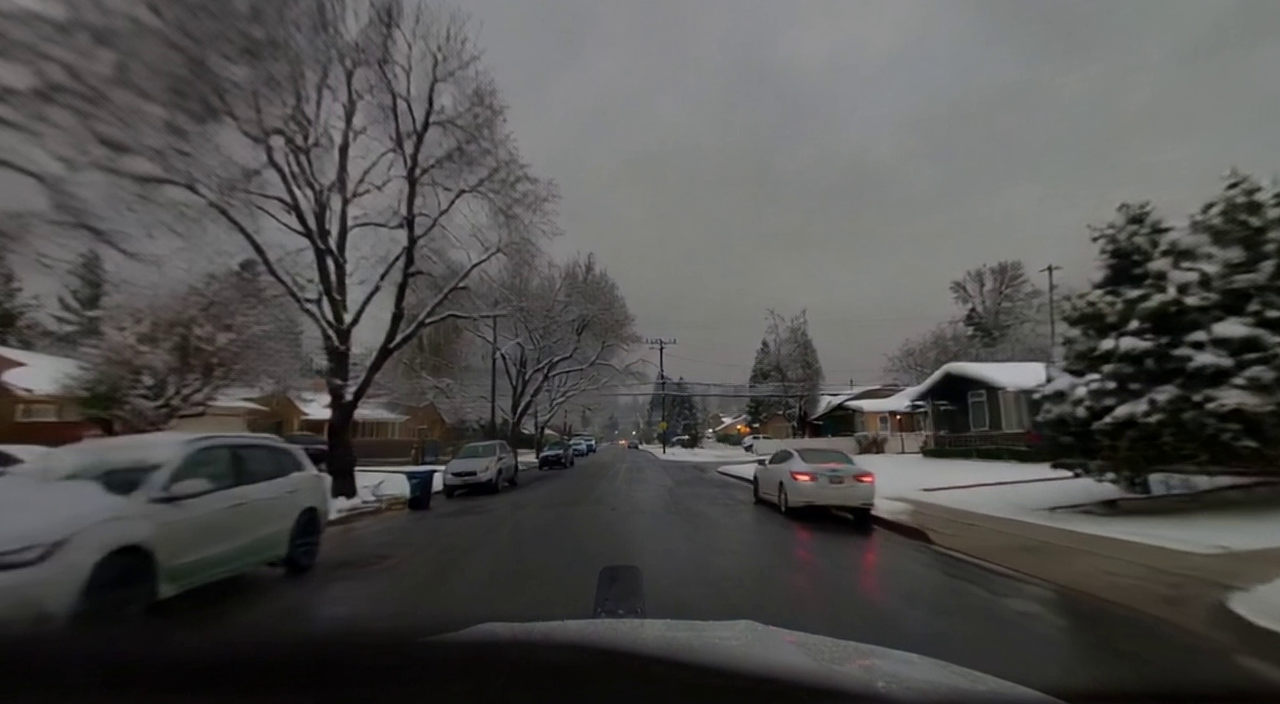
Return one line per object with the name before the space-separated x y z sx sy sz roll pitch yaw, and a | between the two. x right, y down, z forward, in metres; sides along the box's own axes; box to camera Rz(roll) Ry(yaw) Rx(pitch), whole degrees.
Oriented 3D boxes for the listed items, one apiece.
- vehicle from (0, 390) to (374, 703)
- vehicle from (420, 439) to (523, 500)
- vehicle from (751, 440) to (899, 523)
vehicle | -4.618 1.413 5.894 2.140 1.815 4.926 0 -7 0
vehicle | -5.017 3.544 19.527 1.887 1.660 4.312 0 -9 1
vehicle | 3.736 2.676 13.596 1.945 1.495 3.983 0 -9 0
